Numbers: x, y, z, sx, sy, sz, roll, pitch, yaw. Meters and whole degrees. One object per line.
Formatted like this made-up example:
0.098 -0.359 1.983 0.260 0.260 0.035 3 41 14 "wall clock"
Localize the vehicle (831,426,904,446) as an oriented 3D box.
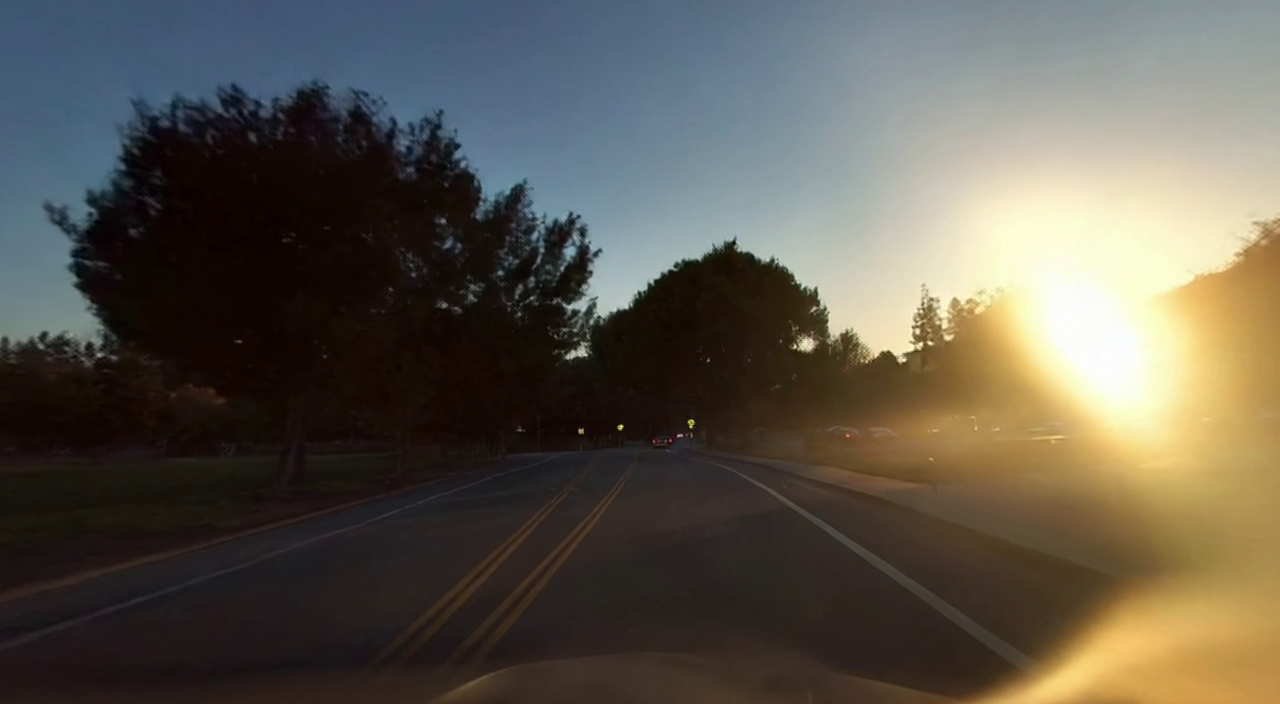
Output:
17.090 6.369 47.536 4.744 1.476 1.926 0 -8 -2 "vehicle"
